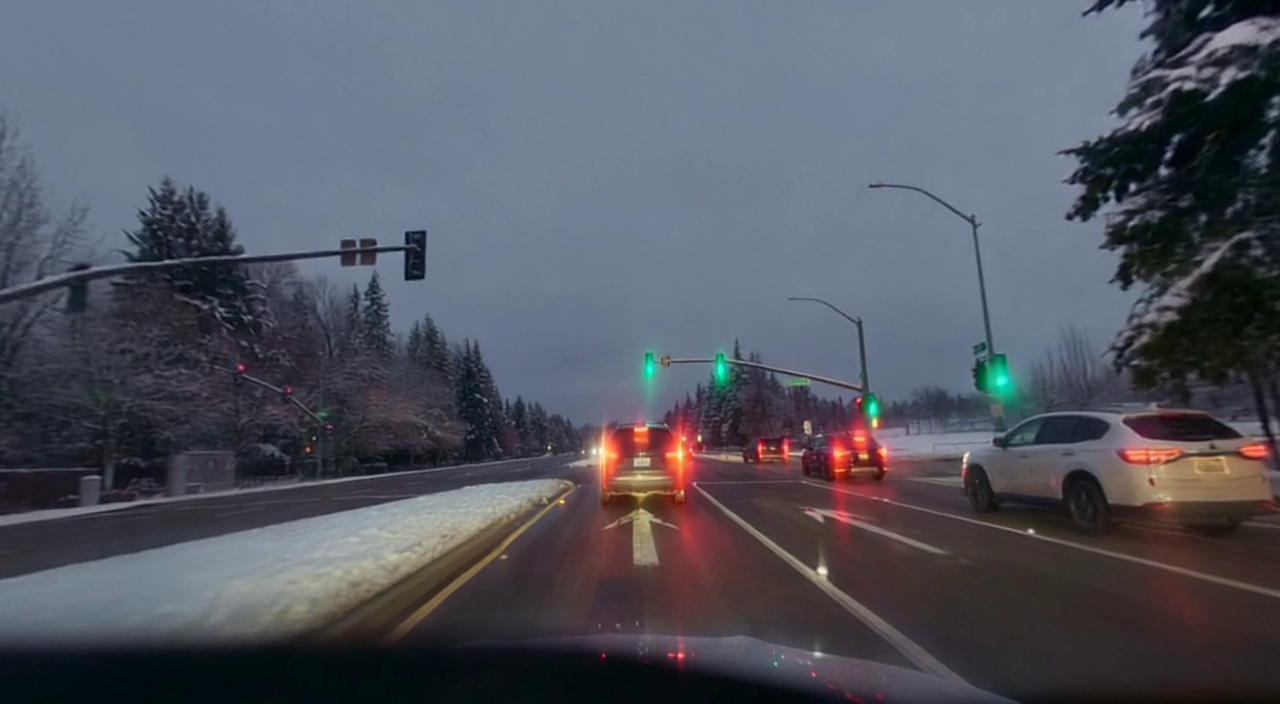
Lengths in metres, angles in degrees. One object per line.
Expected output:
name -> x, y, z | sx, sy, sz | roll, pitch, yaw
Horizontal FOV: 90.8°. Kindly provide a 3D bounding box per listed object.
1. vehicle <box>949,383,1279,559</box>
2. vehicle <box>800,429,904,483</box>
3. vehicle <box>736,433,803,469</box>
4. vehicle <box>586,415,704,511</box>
vehicle -> 7.127, 1.668, 9.479 | 2.251, 1.873, 5.346 | 0, -9, 0
vehicle -> 7.103, 3.536, 21.664 | 2.025, 1.642, 4.189 | 0, -9, -1
vehicle -> 6.864, 5.361, 34.165 | 2.440, 1.775, 4.791 | 0, -9, -2
vehicle -> 0.061, 2.527, 14.777 | 2.353, 1.894, 4.122 | 0, -9, -1
